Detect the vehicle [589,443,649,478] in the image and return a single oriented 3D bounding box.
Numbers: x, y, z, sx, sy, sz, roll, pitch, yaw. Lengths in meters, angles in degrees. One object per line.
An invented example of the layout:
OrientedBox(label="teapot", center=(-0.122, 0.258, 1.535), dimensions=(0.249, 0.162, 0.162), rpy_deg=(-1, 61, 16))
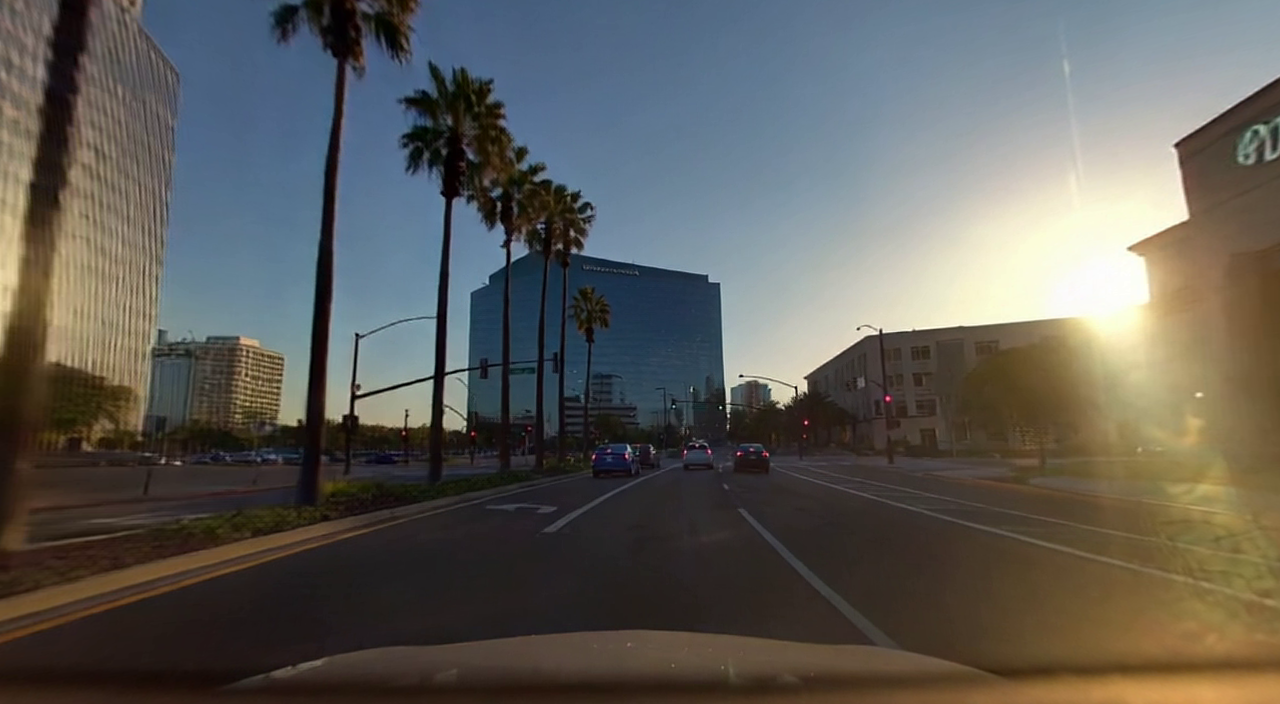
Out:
OrientedBox(label="vehicle", center=(-0.866, 4.921, 28.962), dimensions=(1.962, 1.480, 4.605), rpy_deg=(-1, -9, 8))

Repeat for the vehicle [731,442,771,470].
OrientedBox(label="vehicle", center=(6.449, 6.079, 37.012), dimensions=(1.936, 1.567, 3.896), rpy_deg=(-1, -9, 4))

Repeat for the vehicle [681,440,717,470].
OrientedBox(label="vehicle", center=(3.694, 6.316, 38.951), dimensions=(2.060, 1.730, 4.257), rpy_deg=(-1, -9, 7))
